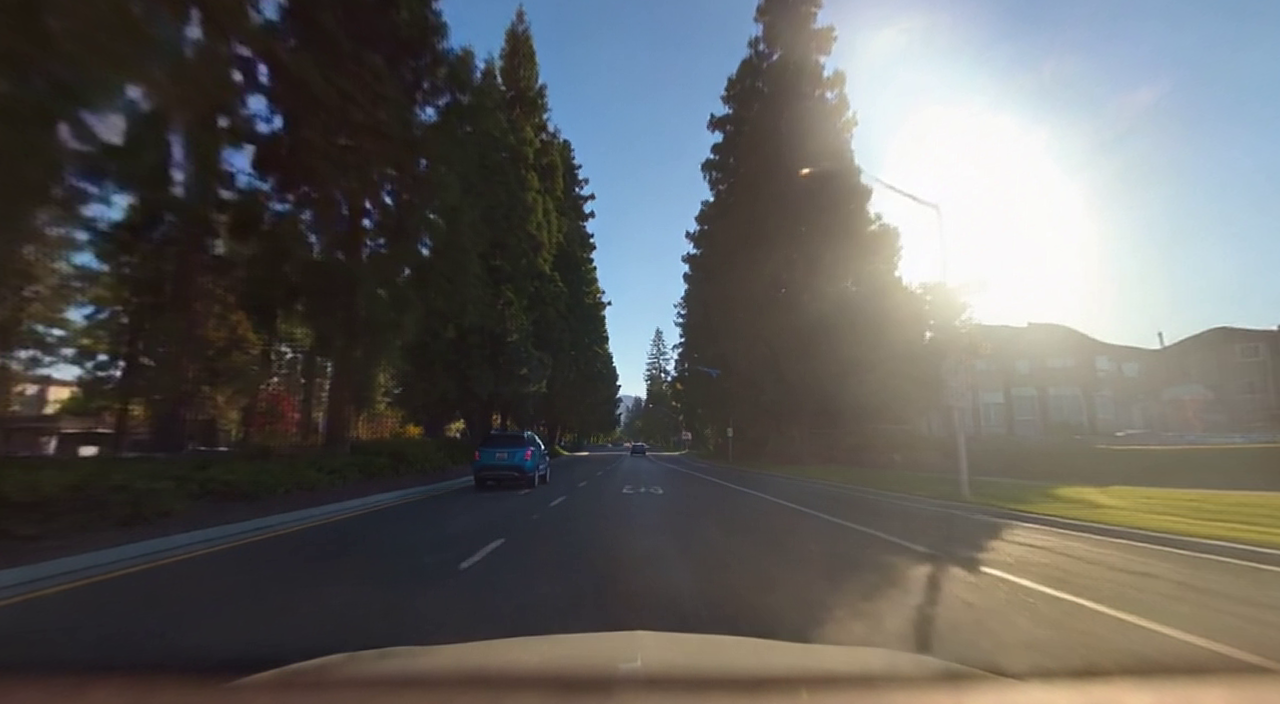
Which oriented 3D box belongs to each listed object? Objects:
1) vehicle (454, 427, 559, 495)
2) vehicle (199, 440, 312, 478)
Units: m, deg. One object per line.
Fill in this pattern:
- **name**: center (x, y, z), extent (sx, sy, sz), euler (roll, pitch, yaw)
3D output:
- **vehicle**: center (-3.722, 3.126, 18.483), extent (2.078, 1.748, 4.279), euler (0, -8, 0)
- **vehicle**: center (-25.906, 7.201, 43.171), extent (2.691, 2.305, 8.031), euler (0, -8, 0)
